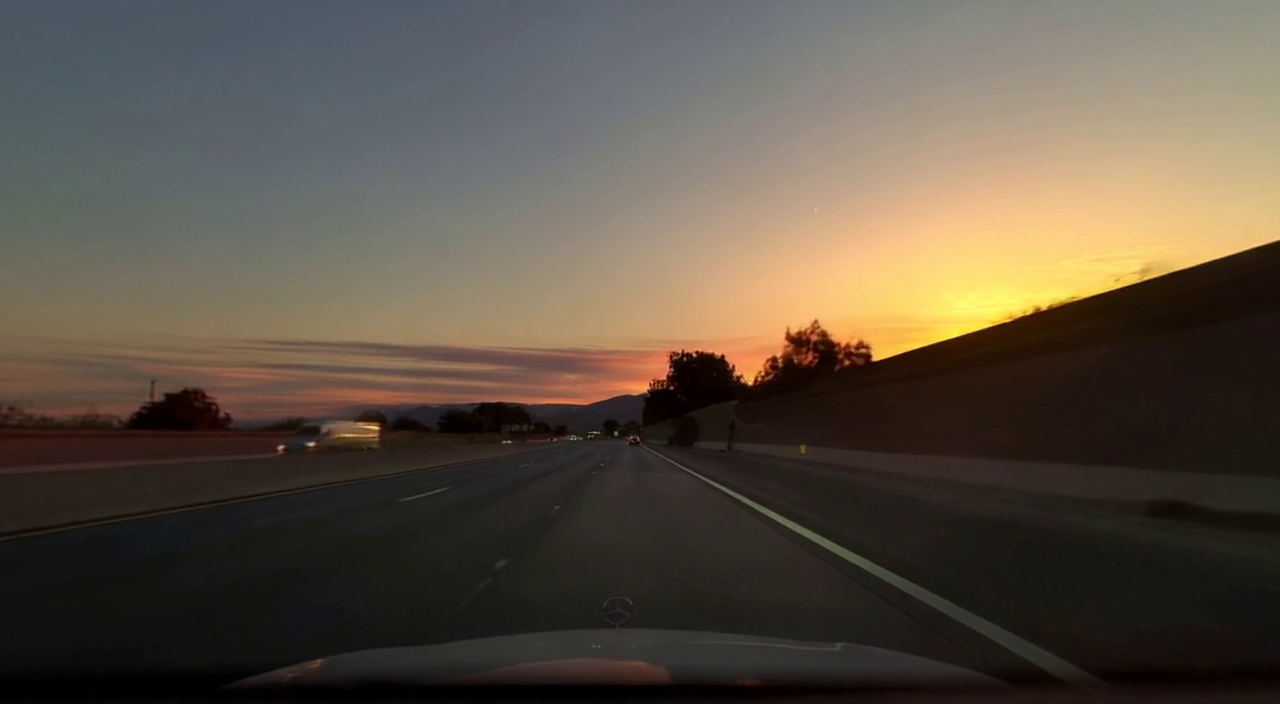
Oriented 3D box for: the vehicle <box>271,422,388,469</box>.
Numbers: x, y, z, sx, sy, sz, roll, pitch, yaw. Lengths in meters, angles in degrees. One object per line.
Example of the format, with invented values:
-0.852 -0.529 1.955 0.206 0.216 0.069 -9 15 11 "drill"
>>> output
-23.971 7.299 49.707 3.053 3.257 12.376 0 -8 -1 "vehicle"
